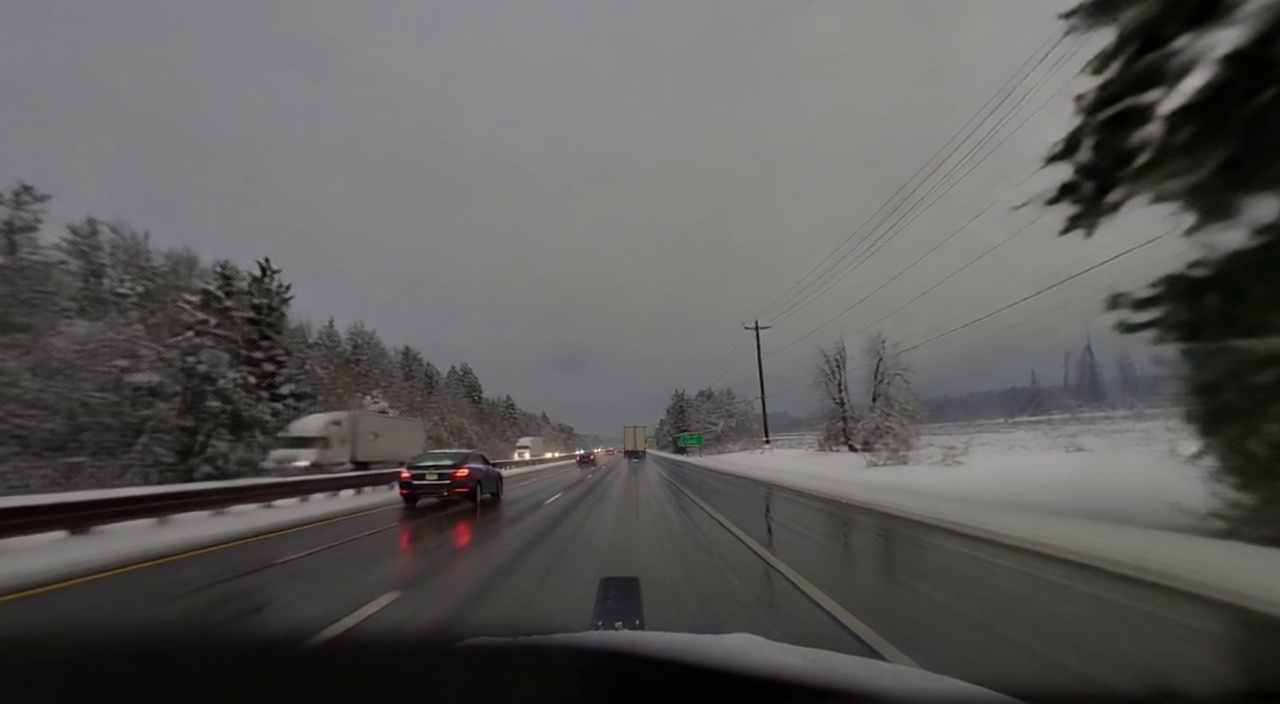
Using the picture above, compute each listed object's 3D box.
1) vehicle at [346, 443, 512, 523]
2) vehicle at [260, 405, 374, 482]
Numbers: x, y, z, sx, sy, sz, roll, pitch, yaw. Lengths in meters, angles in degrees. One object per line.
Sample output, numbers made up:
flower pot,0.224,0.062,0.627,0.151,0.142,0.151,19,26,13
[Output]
vehicle,-4.350,2.774,13.916,2.106,1.445,4.404,0,-9,0
vehicle,-17.968,5.220,35.728,2.954,3.922,6.403,0,-9,0
